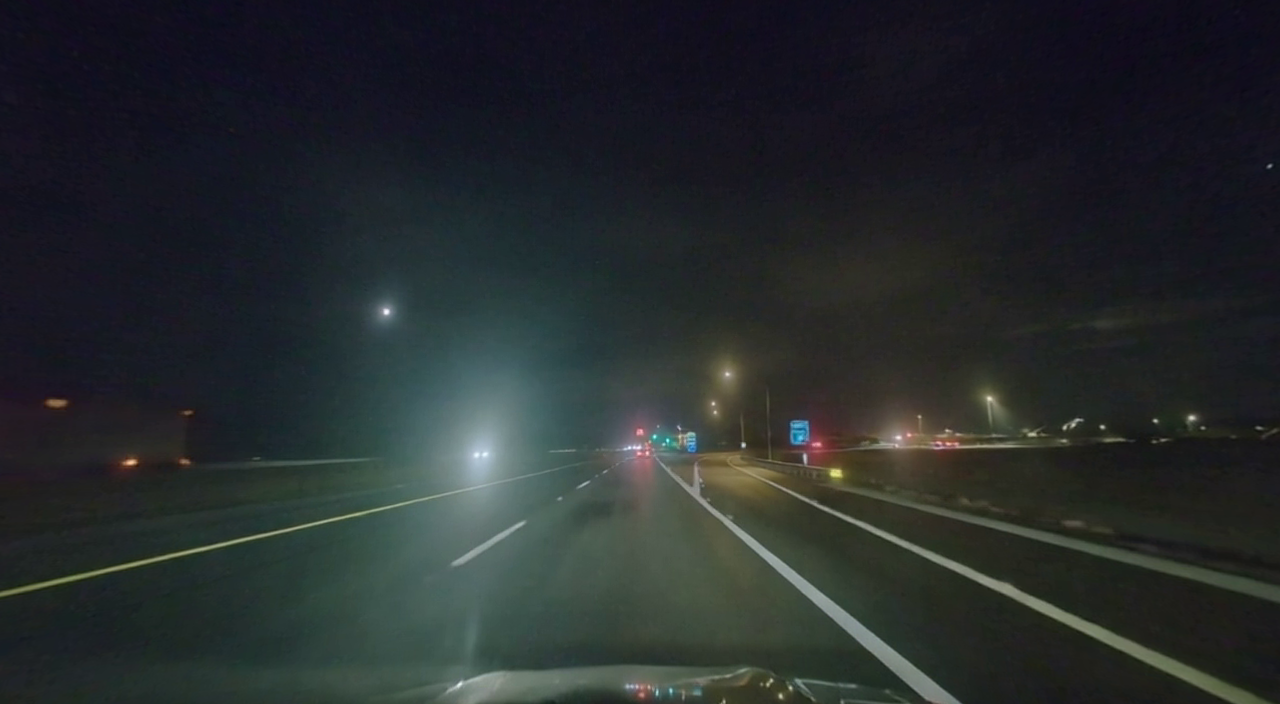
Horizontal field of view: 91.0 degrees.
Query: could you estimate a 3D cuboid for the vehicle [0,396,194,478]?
[{"bbox_3d":[-25.130,3.933,28.797,2.826,3.162,8.616,0,-9,2],"label":"vehicle"}]
